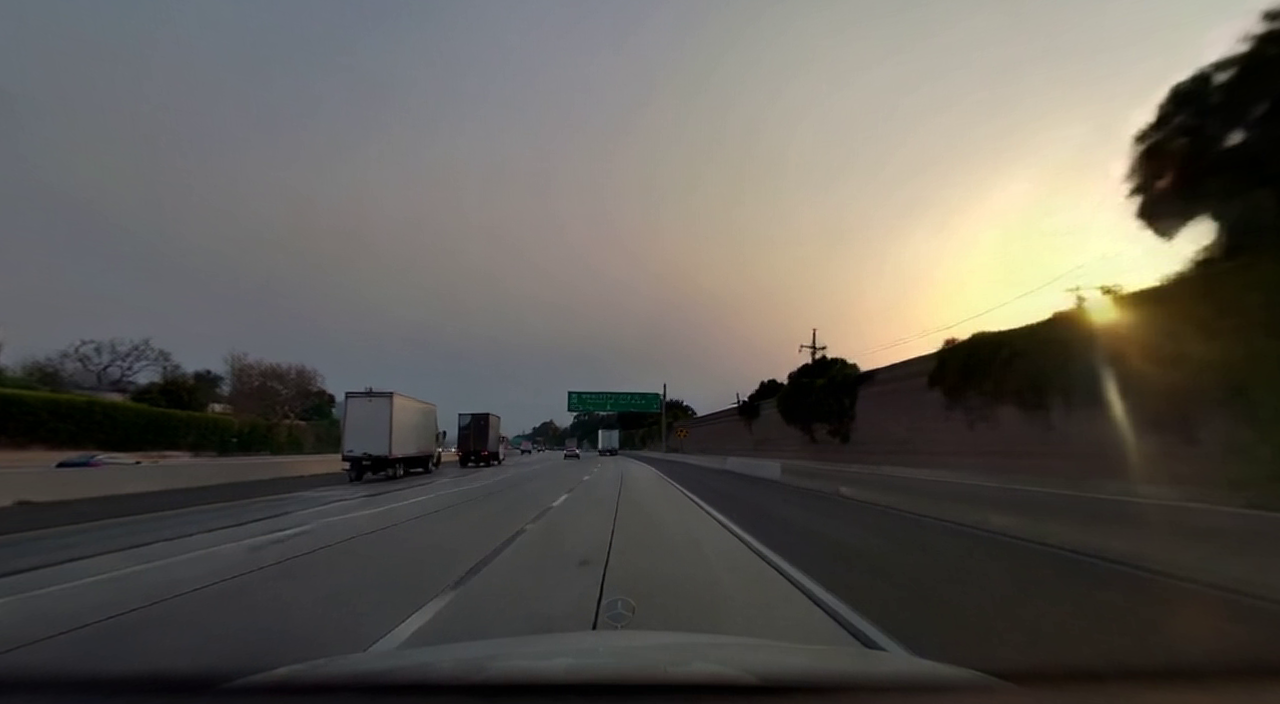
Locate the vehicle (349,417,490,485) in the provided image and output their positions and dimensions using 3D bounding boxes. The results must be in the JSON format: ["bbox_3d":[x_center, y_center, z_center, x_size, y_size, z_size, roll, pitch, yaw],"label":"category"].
[{"bbox_3d":[-10.557,5.042,32.662,3.270,2.674,14.547,0,-9,-5],"label":"vehicle"}]

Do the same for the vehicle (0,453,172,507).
[{"bbox_3d":[-17.536,3.995,20.221,1.842,1.452,4.612,0,-8,-3],"label":"vehicle"}]
